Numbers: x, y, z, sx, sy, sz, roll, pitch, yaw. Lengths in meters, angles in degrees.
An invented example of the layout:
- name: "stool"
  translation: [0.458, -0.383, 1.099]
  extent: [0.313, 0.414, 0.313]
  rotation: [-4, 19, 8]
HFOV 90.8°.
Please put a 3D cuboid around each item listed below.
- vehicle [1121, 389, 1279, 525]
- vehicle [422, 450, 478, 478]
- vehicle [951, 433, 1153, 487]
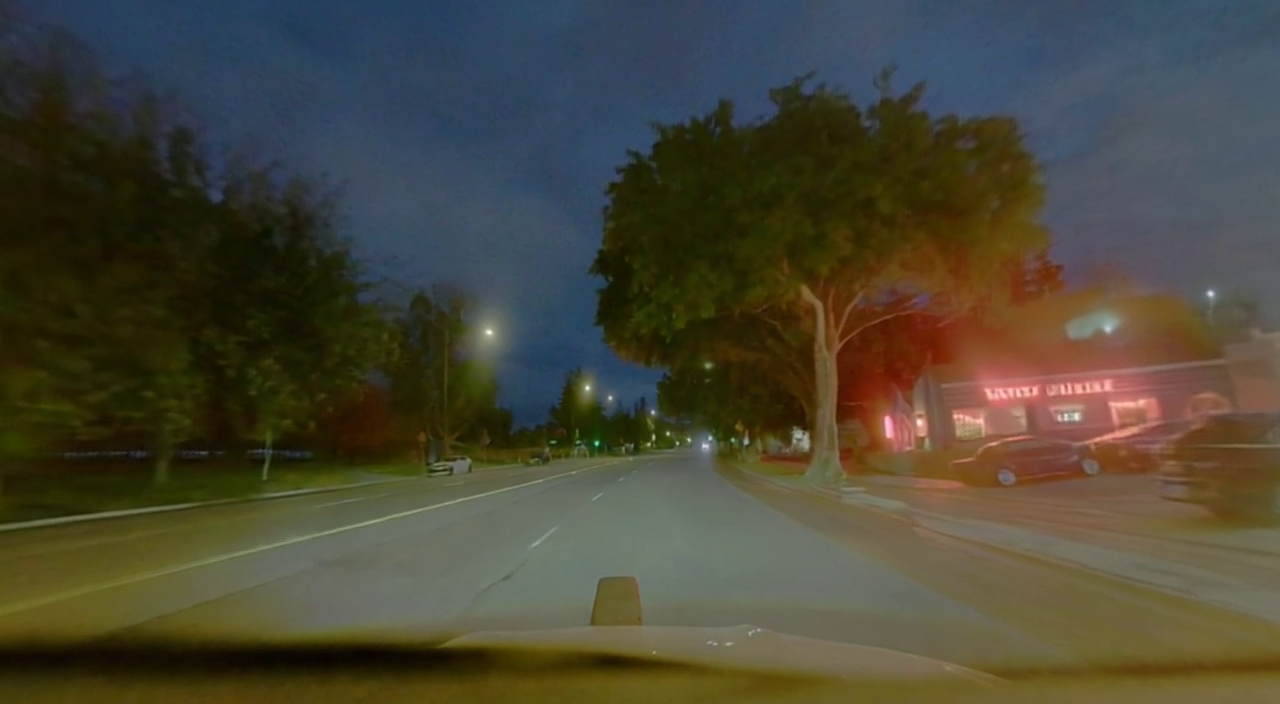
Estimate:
- name: "vehicle"
  translation: [11.015, 1.565, 9.644]
  extent: [5.369, 1.860, 2.163]
  rotation: [-1, -8, 4]
- name: "vehicle"
  translation: [-11.987, 7.064, 40.130]
  extent: [1.859, 1.496, 4.390]
  rotation: [-5, -9, 4]
- name: "vehicle"
  translation: [11.762, 3.117, 18.321]
  extent: [4.455, 1.442, 1.837]
  rotation: [-1, -8, 5]
